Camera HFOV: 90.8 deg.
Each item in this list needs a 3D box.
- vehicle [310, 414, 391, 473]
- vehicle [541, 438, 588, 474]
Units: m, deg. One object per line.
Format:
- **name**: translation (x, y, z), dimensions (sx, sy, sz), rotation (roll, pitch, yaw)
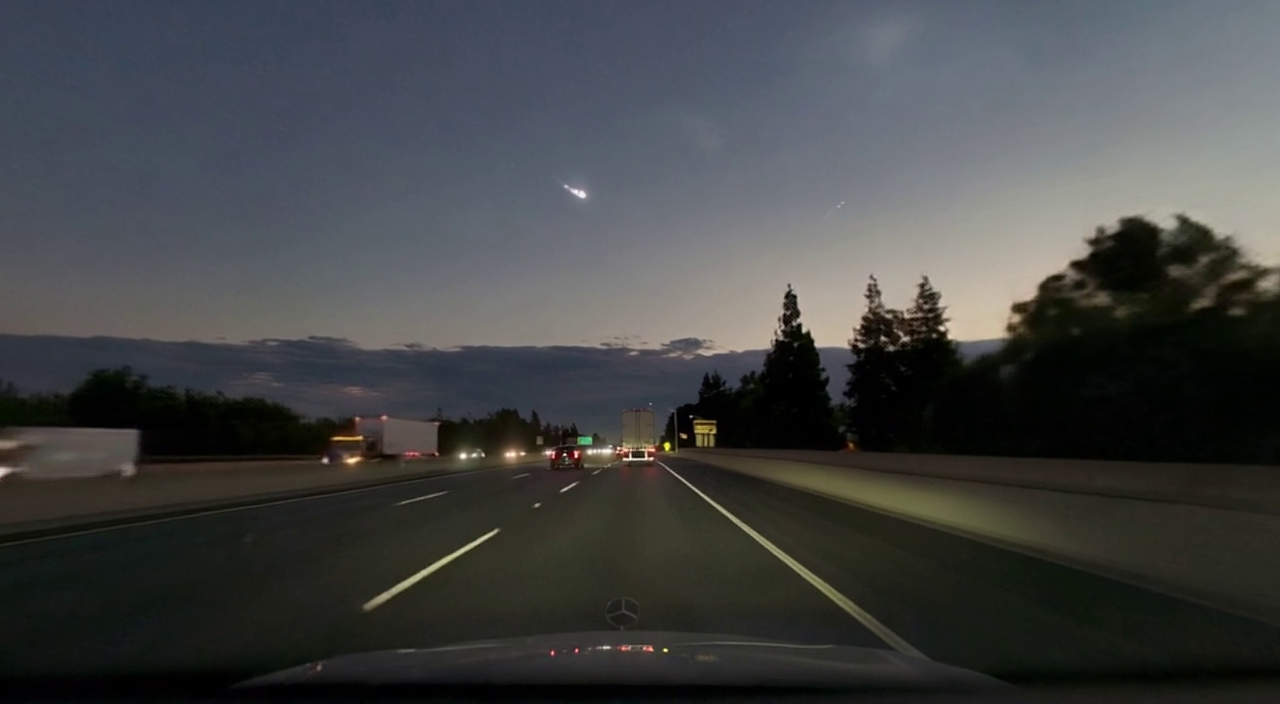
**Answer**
- **vehicle**: translation (-20.850, 6.668, 45.865), dimensions (3.033, 3.995, 5.883), rotation (0, -9, -1)
- **vehicle**: translation (-4.183, 5.839, 35.574), dimensions (2.139, 1.925, 4.312), rotation (0, -9, -1)
